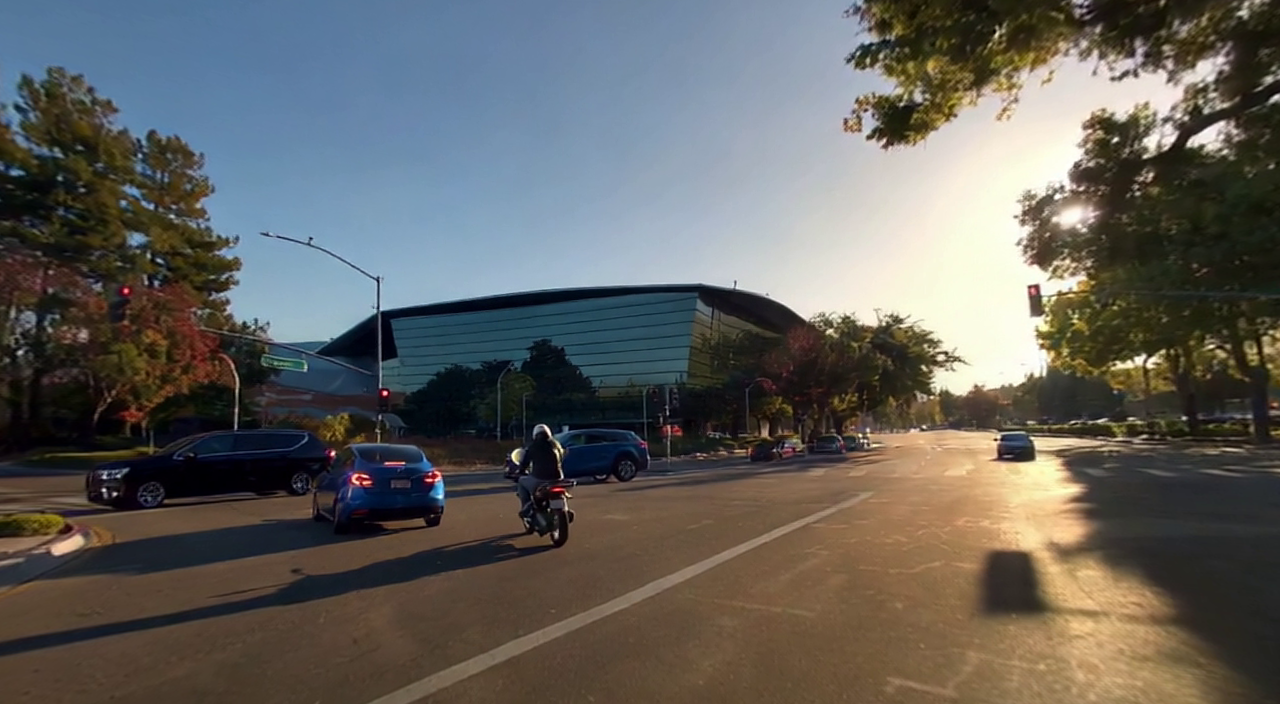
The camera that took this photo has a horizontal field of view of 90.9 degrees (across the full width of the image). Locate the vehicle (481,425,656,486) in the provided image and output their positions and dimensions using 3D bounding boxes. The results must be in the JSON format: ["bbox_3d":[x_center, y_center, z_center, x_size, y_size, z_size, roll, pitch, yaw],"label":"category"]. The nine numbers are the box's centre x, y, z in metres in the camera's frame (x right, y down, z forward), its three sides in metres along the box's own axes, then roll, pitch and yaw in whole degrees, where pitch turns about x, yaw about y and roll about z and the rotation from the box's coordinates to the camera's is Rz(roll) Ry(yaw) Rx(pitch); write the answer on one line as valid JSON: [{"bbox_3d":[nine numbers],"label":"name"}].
[{"bbox_3d":[-2.519,3.673,22.865,5.833,1.960,2.341,4,-9,-30],"label":"vehicle"}]

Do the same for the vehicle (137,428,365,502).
[{"bbox_3d":[-9.920,2.902,16.389,4.583,1.755,1.936,0,-8,-1],"label":"vehicle"}]

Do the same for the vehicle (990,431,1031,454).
[{"bbox_3d":[26.083,6.375,44.502,1.872,1.467,4.385,-4,-9,24],"label":"vehicle"}]

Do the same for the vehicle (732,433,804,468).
[{"bbox_3d":[6.754,5.101,32.940,2.084,1.656,4.583,-5,-9,32],"label":"vehicle"}]

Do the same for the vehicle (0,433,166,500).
[{"bbox_3d":[-16.360,3.188,17.847,4.380,1.727,2.052,-1,-8,7],"label":"vehicle"}]

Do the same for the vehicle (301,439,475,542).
[{"bbox_3d":[-4.699,2.315,11.388,2.009,1.450,4.182,5,-9,-34],"label":"vehicle"}]

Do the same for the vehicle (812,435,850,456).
[{"bbox_3d":[14.772,7.169,48.661,2.024,1.543,4.028,-4,-9,27],"label":"vehicle"}]
